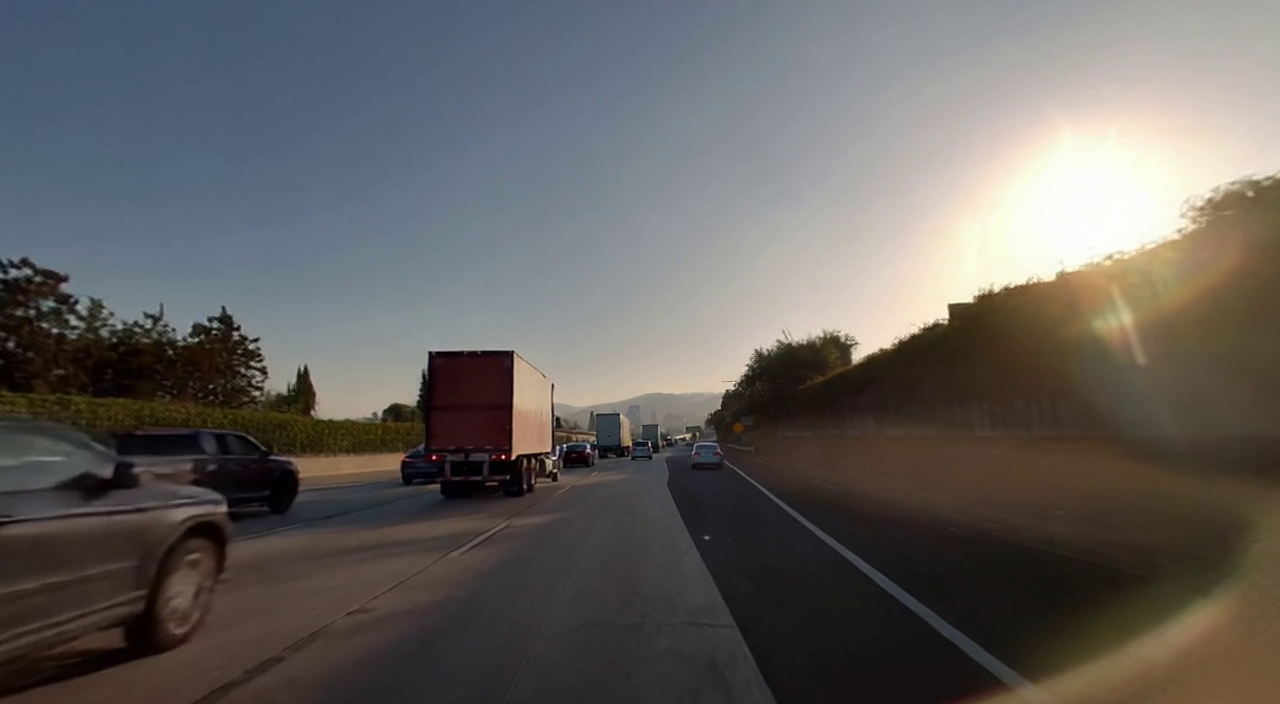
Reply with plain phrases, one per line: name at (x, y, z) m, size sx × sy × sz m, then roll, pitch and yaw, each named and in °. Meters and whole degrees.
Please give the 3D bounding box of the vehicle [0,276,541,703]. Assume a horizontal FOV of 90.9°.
vehicle at (-3.957, 1.512, 7.835) m, size 3.050 × 1.964 × 15.030 m, roll 0°, pitch -8°, yaw 0°

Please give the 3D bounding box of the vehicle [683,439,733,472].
vehicle at (3.166, 4.934, 30.258) m, size 2.176 × 1.493 × 3.955 m, roll -1°, pitch -8°, yaw 3°
